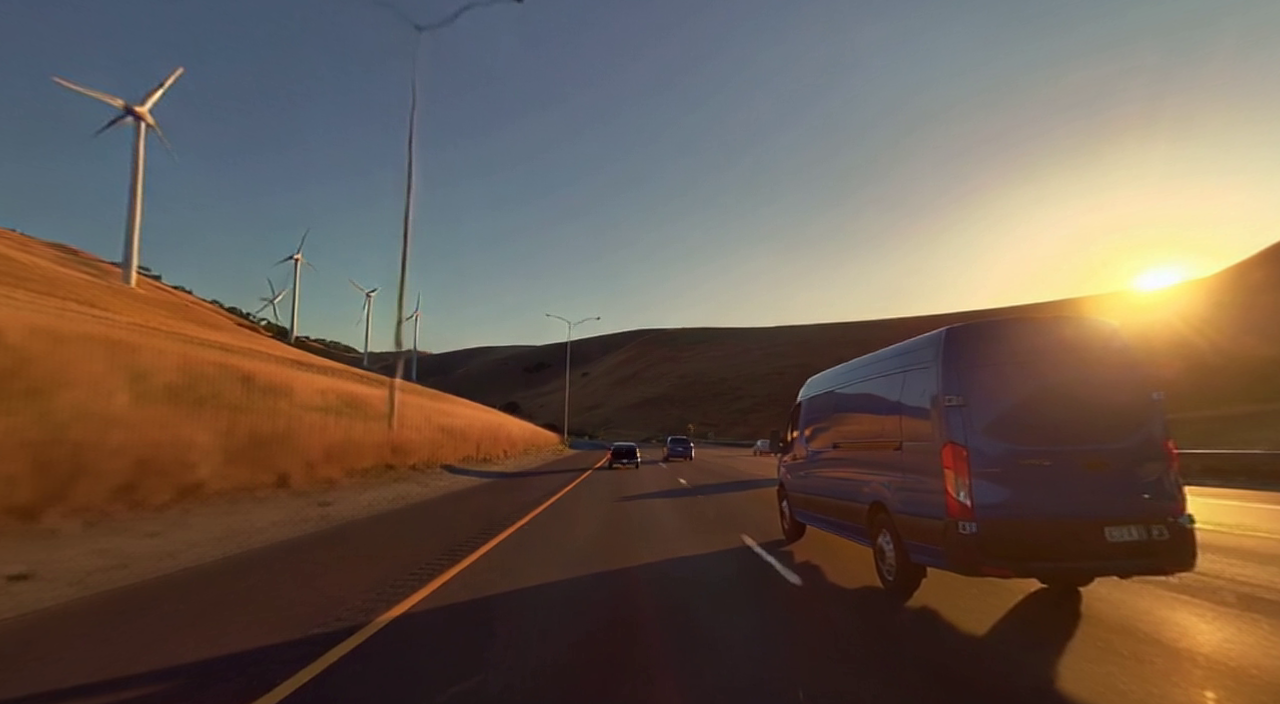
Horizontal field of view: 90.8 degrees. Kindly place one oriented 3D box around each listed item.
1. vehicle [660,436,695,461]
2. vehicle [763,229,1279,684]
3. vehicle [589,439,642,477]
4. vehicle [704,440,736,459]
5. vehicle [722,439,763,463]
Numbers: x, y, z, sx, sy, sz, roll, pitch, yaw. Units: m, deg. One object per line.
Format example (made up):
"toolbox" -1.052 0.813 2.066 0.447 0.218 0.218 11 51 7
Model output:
"vehicle" 2.628 6.912 45.193 2.108 1.717 3.996 0 -8 -1
"vehicle" 3.067 0.968 6.555 2.365 2.630 5.754 0 -8 0
"vehicle" -0.983 4.417 26.537 2.082 1.445 3.826 0 -8 -1
"vehicle" 6.284 7.703 49.949 1.850 1.475 4.460 0 -8 -2
"vehicle" 6.812 6.634 42.405 1.858 1.475 4.421 0 -8 -2
